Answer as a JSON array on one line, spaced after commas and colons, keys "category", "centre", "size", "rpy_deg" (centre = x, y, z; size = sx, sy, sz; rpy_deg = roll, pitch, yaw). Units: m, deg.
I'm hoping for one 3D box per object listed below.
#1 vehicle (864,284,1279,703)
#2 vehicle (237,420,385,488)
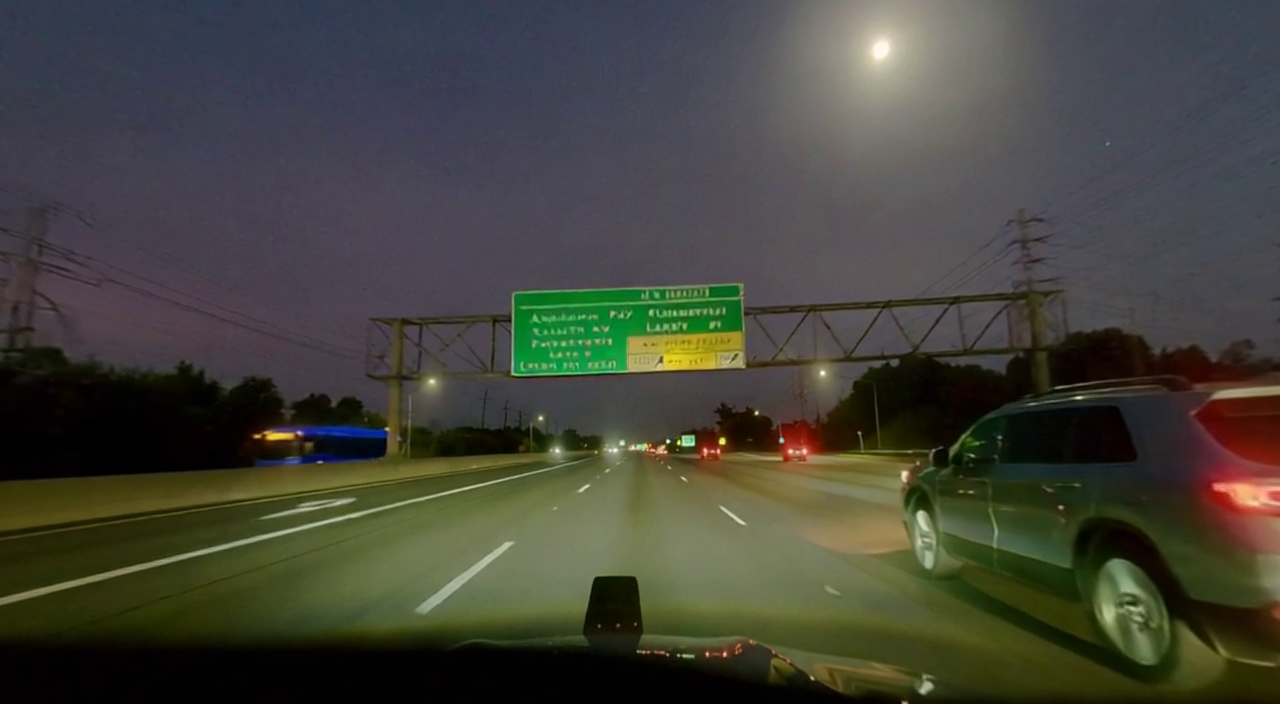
[{"category": "vehicle", "centre": [3.372, 0.923, 3.779], "size": [2.207, 1.850, 4.875], "rpy_deg": [0, -9, 0]}, {"category": "vehicle", "centre": [-22.368, 7.100, 44.381], "size": [3.045, 3.860, 13.939], "rpy_deg": [-2, -9, 0]}]
